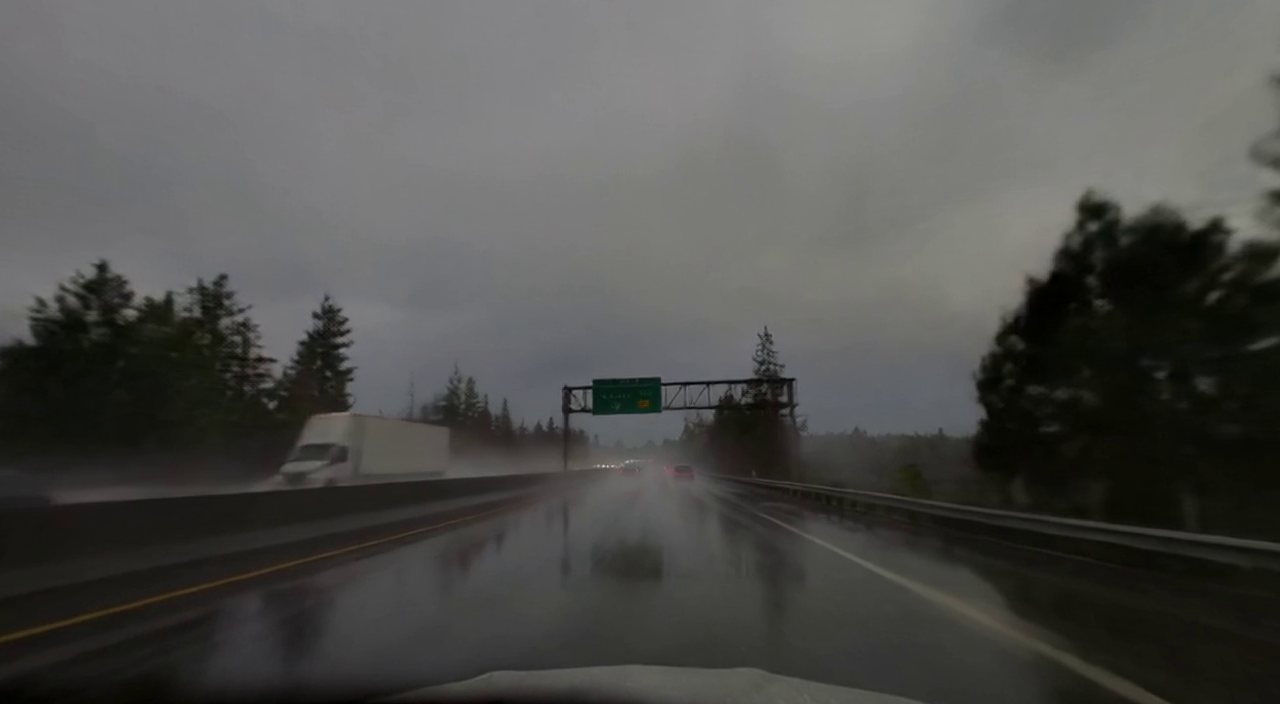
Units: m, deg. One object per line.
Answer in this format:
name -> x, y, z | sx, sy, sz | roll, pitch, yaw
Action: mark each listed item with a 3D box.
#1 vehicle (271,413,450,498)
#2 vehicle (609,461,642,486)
vehicle -> -15.177, 6.162, 36.679 | 2.896, 3.861, 14.932 | 0, -11, 3
vehicle -> -1.023, 9.225, 47.845 | 2.160, 1.721, 4.368 | 0, -10, 3
